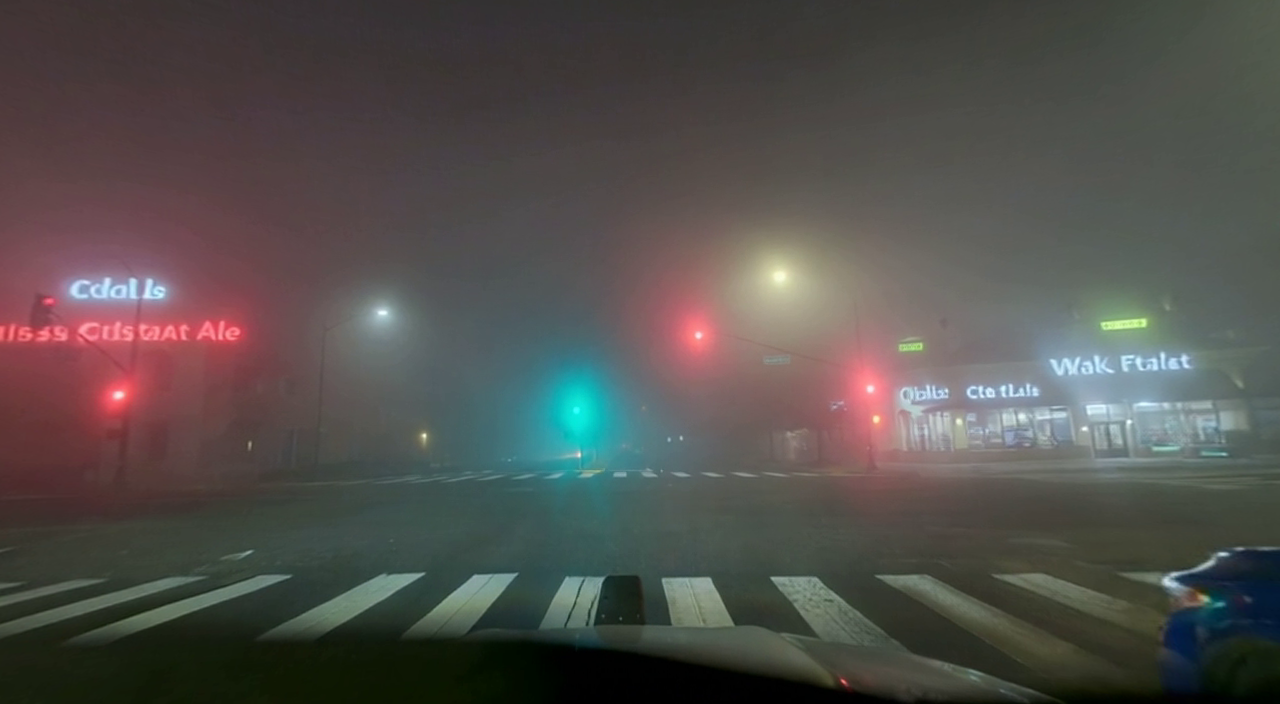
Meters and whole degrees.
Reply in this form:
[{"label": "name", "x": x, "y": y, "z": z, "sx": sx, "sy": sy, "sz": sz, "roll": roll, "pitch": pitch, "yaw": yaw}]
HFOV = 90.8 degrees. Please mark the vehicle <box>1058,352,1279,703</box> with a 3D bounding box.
[{"label": "vehicle", "x": 3.038, "y": 0.595, "z": 0.443, "sx": 2.015, "sy": 1.641, "sz": 4.995, "roll": 0, "pitch": -9, "yaw": -1}]
